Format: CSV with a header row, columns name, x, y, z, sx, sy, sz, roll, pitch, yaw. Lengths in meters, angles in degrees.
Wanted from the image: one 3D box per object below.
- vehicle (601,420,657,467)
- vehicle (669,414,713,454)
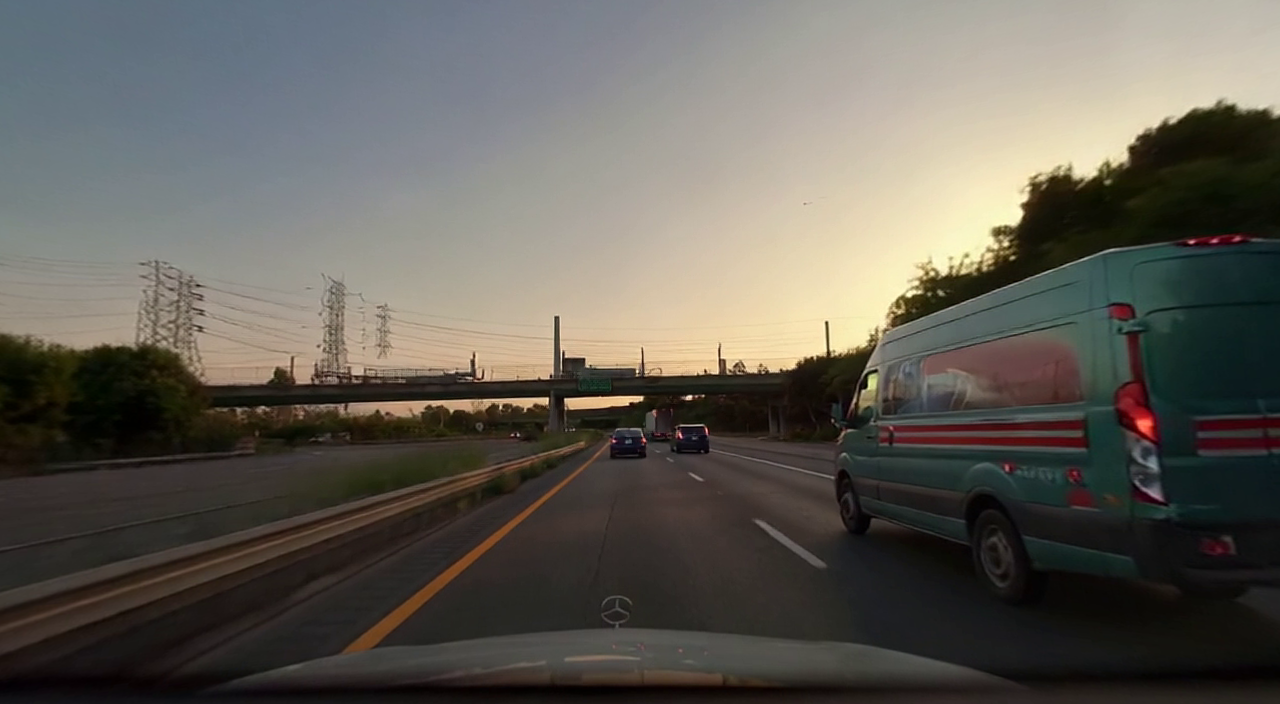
name,x,y,z,sx,sy,sz,roll,pitch,yaw
vehicle,-0.481,3.715,25.713,2.073,1.750,4.116,0,-8,-2
vehicle,3.361,5.560,42.661,2.387,2.506,5.374,0,-8,-2
